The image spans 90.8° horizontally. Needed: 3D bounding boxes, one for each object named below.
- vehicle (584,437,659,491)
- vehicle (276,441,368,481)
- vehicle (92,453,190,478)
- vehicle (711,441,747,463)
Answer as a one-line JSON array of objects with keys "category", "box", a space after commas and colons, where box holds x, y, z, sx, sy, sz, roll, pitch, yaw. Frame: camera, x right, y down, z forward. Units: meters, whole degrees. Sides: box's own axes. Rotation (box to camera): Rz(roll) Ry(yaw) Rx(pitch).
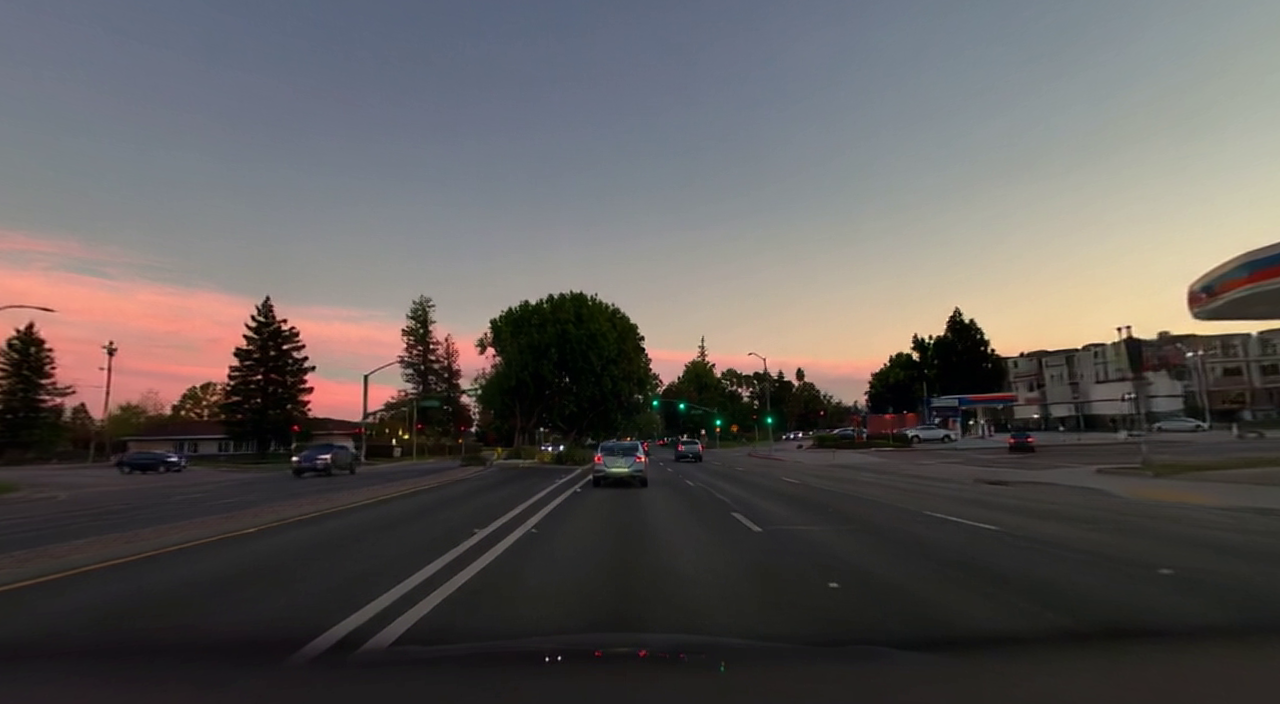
[{"category": "vehicle", "box": [-0.516, 3.349, 19.121, 2.040, 1.451, 3.736, 0, -9, 0]}, {"category": "vehicle", "box": [-17.396, 5.975, 34.976, 2.224, 2.000, 5.743, 0, -9, -1]}, {"category": "vehicle", "box": [-36.356, 8.238, 46.119, 5.292, 1.717, 2.099, 0, -9, 0]}, {"category": "vehicle", "box": [6.336, 7.169, 45.428, 1.890, 1.489, 4.396, 0, -9, -1]}]
